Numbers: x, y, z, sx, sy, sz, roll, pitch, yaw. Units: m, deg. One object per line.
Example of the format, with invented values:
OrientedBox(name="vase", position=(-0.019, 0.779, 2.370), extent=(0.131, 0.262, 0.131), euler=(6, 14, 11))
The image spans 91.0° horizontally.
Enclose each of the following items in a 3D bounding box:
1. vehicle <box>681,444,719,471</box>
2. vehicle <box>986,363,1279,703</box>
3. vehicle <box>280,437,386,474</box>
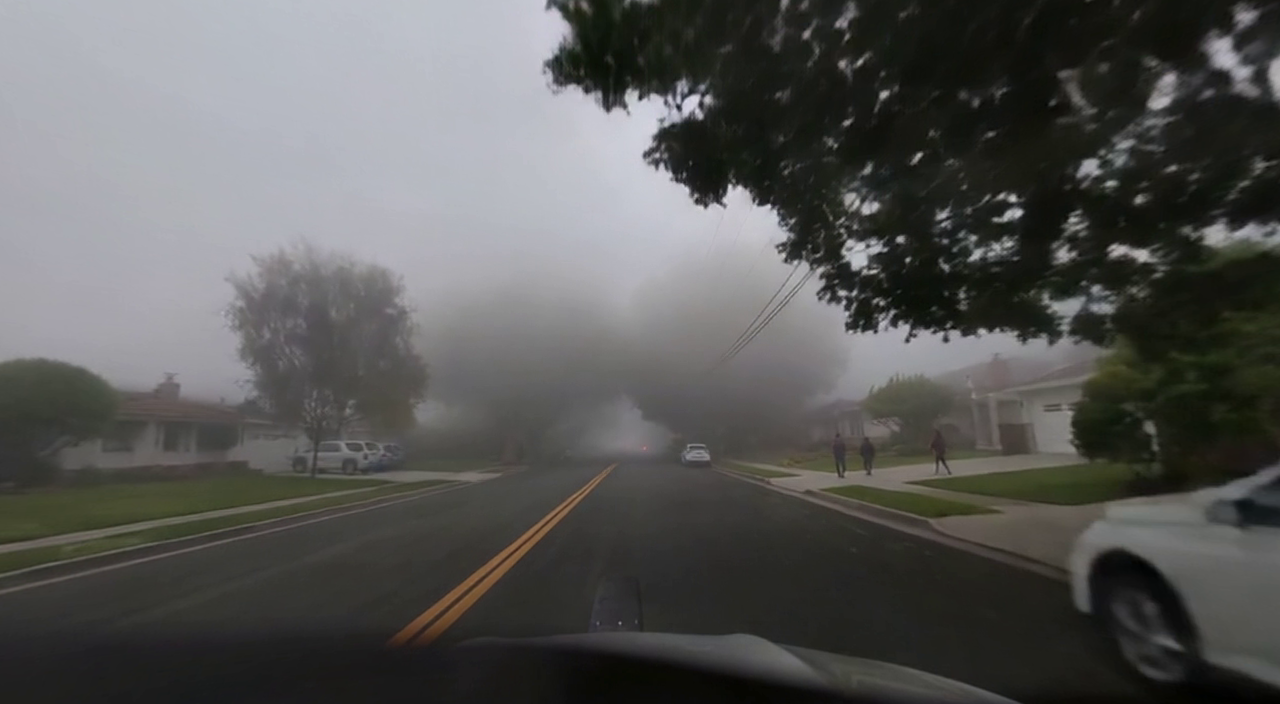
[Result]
OrientedBox(name="vehicle", position=(3.765, 6.695, 40.220), extent=(1.917, 1.569, 4.460), euler=(0, -8, -1))
OrientedBox(name="vehicle", position=(3.685, 0.863, 2.259), extent=(2.316, 1.695, 4.596), euler=(0, -8, 1))
OrientedBox(name="vehicle", position=(-15.413, 5.233, 31.768), extent=(4.320, 1.767, 1.951), euler=(-1, -9, 2))
